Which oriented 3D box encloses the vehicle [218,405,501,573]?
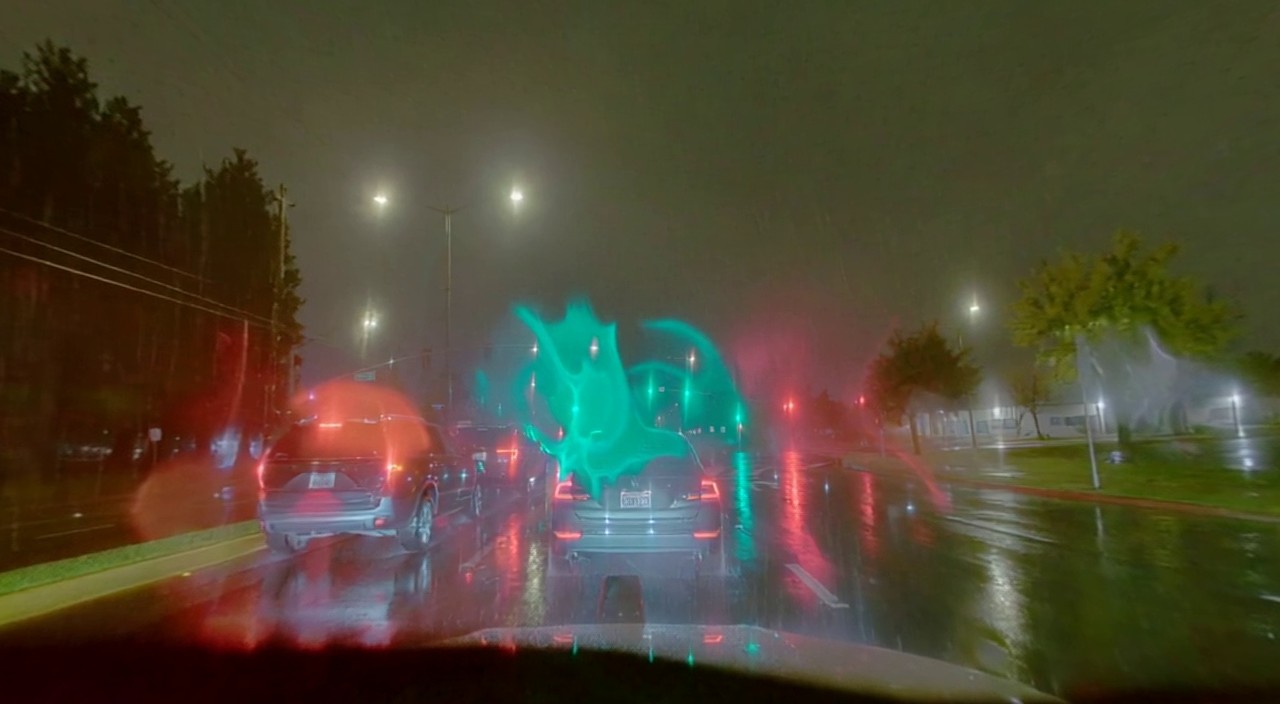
[{"bbox_3d":[-3.427,1.755,8.835,2.046,1.751,4.208,0,-8,-1],"label":"vehicle"}]

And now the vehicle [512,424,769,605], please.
[{"bbox_3d":[-0.052,1.646,7.305,2.126,1.475,3.967,0,-8,-2],"label":"vehicle"}]
